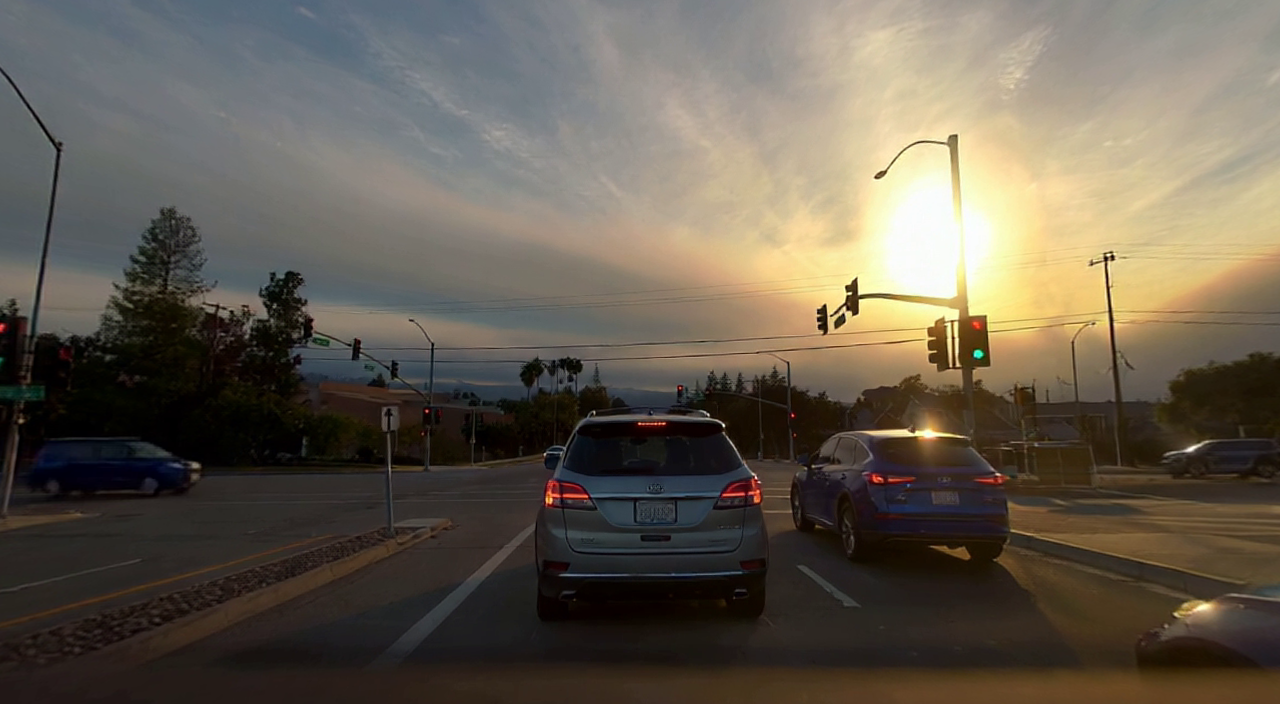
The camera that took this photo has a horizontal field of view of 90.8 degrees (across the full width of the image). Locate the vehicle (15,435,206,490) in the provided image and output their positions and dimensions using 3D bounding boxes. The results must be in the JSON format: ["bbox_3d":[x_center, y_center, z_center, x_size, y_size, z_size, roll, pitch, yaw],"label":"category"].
[{"bbox_3d":[-18.249,3.795,21.972,4.687,1.791,2.044,0,-8,0],"label":"vehicle"}]

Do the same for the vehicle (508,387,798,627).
[{"bbox_3d":[0.098,1.494,7.062,2.170,1.793,4.468,0,-8,0],"label":"vehicle"}]

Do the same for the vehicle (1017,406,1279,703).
[{"bbox_3d":[3.166,0.815,1.429,1.924,1.466,4.461,0,-8,1],"label":"vehicle"}]

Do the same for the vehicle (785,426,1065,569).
[{"bbox_3d":[3.520,1.858,8.861,1.861,1.495,4.215,0,-8,-1],"label":"vehicle"}]
